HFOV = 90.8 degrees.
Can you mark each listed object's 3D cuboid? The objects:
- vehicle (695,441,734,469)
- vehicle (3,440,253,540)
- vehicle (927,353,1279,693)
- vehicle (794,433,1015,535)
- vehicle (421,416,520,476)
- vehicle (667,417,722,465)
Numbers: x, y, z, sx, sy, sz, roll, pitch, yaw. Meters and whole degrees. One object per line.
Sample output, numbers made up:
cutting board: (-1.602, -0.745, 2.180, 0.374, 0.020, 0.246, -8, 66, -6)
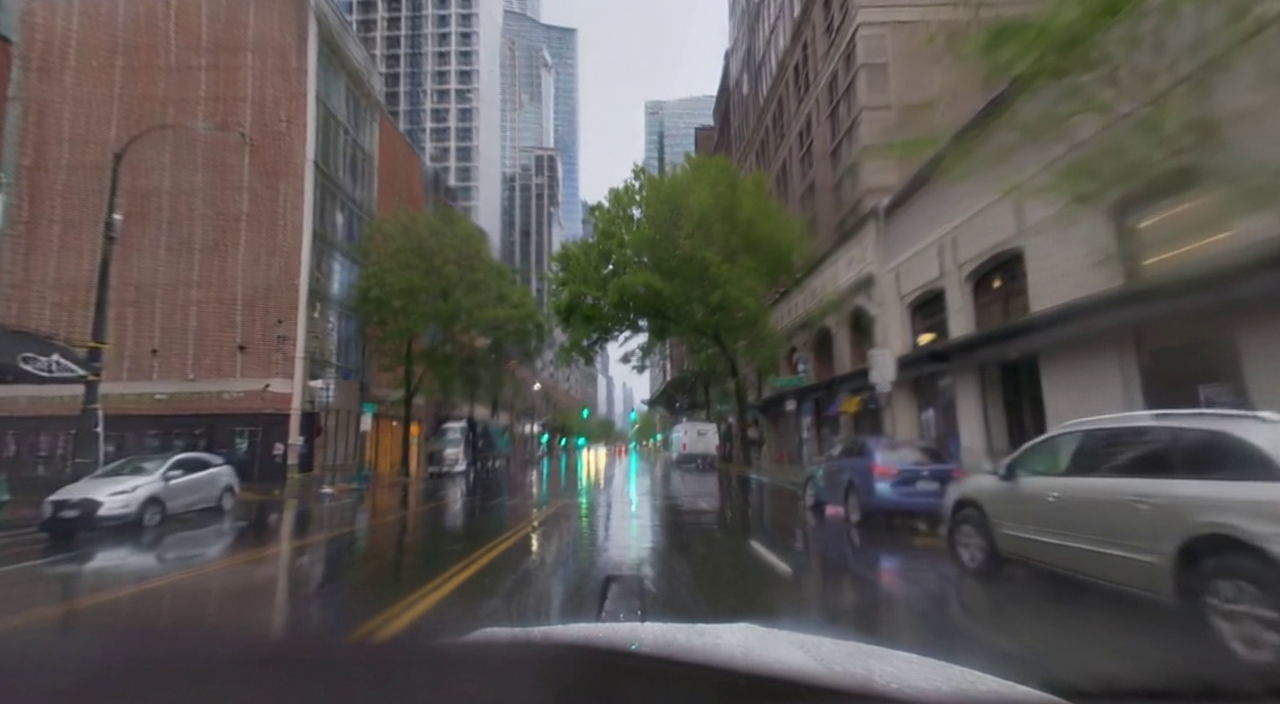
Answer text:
vehicle: (4.391, 6.145, 37.818, 1.891, 1.535, 4.068, 0, -8, 0)
vehicle: (-11.173, 3.003, 14.360, 2.039, 1.770, 4.445, -3, -9, -1)
vehicle: (4.742, 1.203, 5.177, 2.237, 1.908, 5.320, 0, -8, 0)
vehicle: (4.527, 2.311, 11.739, 2.079, 1.501, 4.385, 0, -8, -2)
vehicle: (-11.245, 6.421, 43.539, 3.049, 3.345, 12.614, -4, -8, 1)
vehicle: (3.847, 6.566, 46.331, 2.952, 3.171, 7.939, 0, -8, -3)
